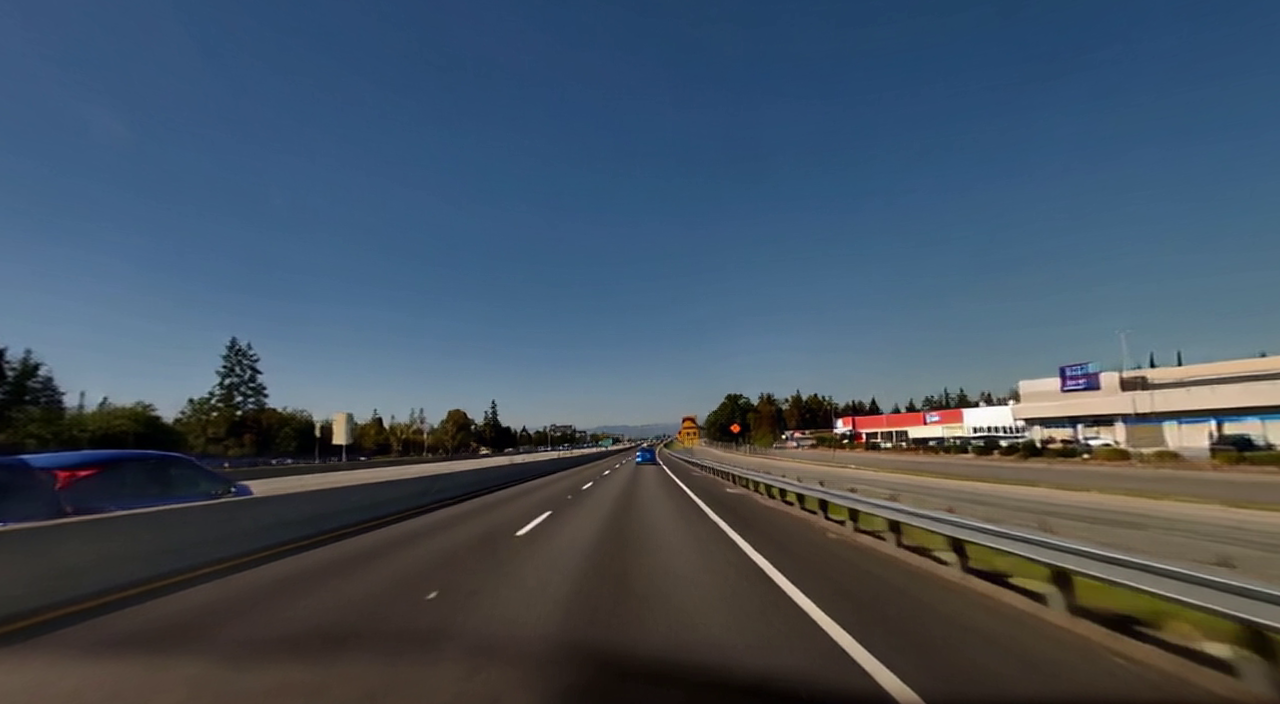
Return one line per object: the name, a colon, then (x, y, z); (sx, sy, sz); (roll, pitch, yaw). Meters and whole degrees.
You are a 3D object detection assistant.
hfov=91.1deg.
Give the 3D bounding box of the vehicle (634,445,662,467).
vehicle: (0.579, 7.796, 47.228); (2.014, 1.507, 3.960); (-1, -9, 1)
